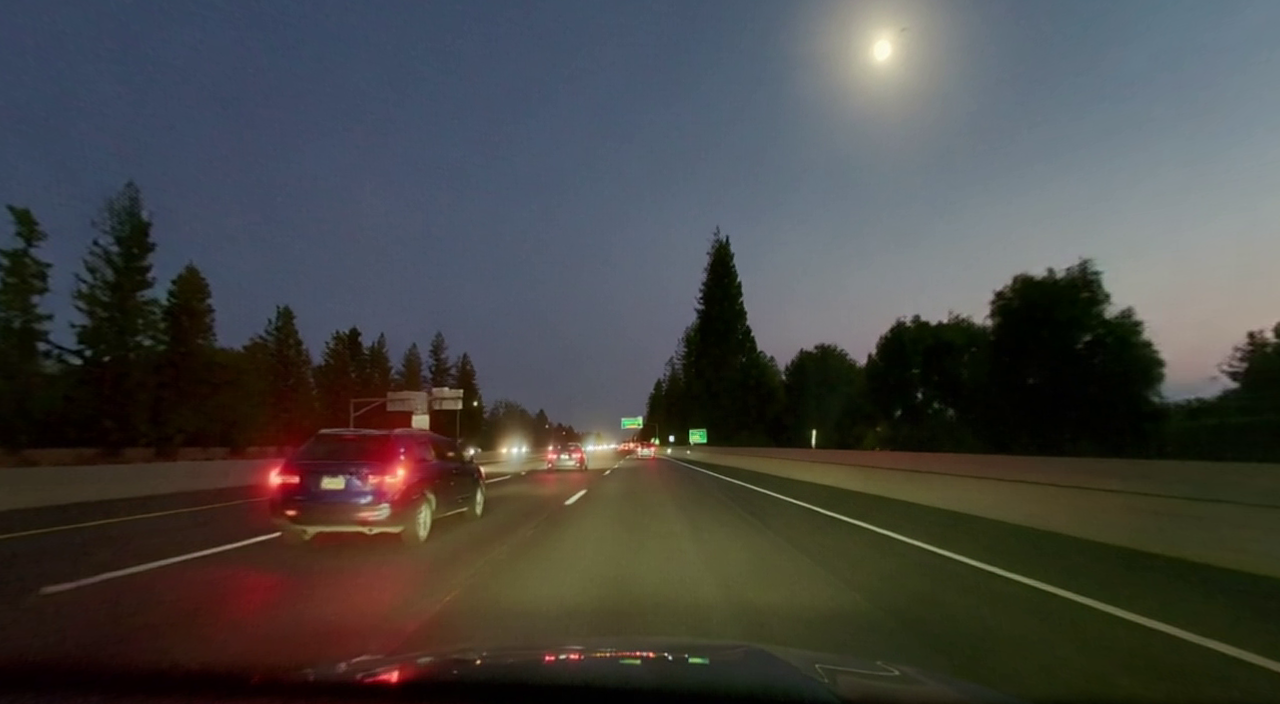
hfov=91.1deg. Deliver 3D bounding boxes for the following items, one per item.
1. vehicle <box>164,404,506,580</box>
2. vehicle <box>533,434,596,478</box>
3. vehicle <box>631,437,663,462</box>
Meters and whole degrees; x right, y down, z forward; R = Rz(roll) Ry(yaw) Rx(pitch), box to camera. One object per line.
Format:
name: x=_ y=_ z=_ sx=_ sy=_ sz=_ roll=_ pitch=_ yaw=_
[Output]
vehicle: x=-3.474 y=1.710 z=8.627 sx=2.040 sy=1.672 sz=5.122 roll=0 pitch=-8 yaw=1
vehicle: x=-3.091 y=4.351 z=26.517 sx=2.056 sy=1.679 sz=4.204 roll=0 pitch=-8 yaw=1
vehicle: x=0.529 y=7.373 z=47.471 sx=2.285 sy=1.797 sz=4.478 roll=0 pitch=-8 yaw=0
